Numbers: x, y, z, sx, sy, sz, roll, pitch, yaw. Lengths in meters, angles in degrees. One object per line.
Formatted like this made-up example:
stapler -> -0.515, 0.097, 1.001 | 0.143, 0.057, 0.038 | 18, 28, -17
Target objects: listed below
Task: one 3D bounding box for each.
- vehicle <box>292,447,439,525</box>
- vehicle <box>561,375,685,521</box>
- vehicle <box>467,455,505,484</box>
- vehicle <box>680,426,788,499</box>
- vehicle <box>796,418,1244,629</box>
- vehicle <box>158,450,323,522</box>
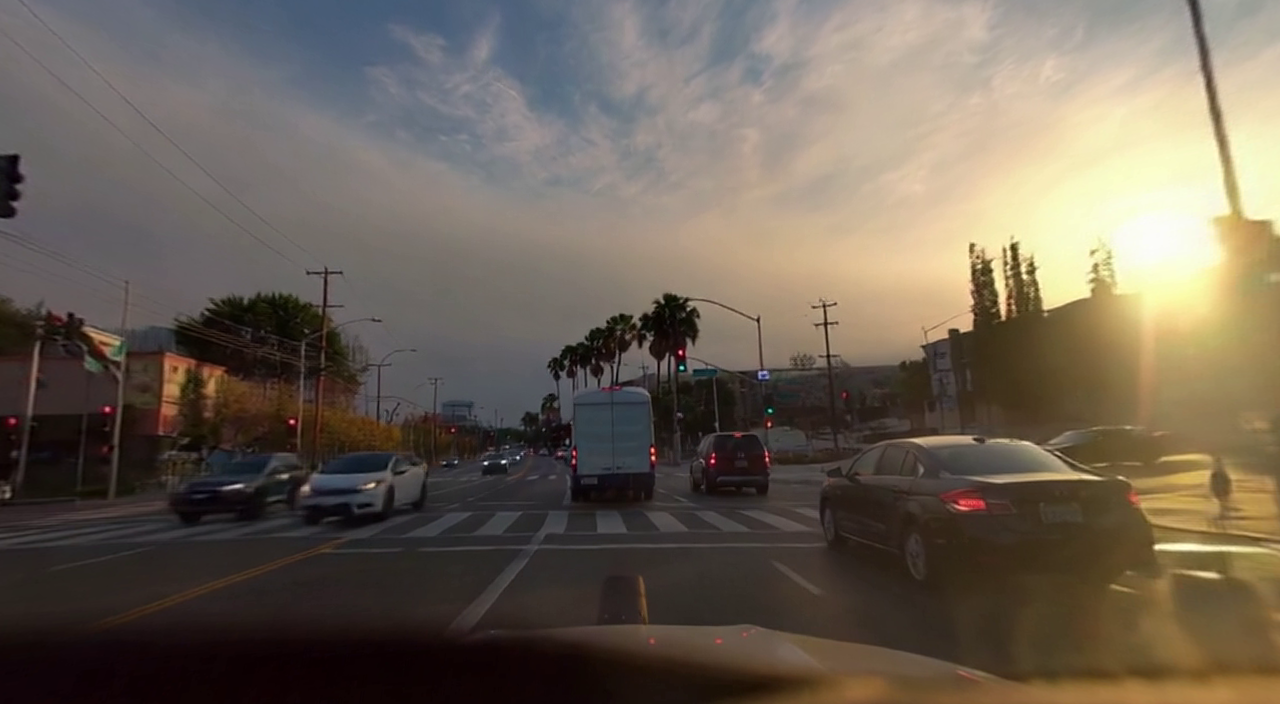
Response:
vehicle -> -6.221, 3.030, 14.802 | 1.878, 1.540, 3.939 | 0, -9, -4
vehicle -> -0.650, 2.396, 15.944 | 2.517, 2.926, 6.177 | 0, -9, -6
vehicle -> -9.199, 7.004, 37.765 | 1.810, 1.546, 3.981 | 1, -9, -8
vehicle -> 2.721, 3.411, 19.808 | 2.157, 1.944, 5.423 | 0, -9, -5
vehicle -> 3.377, 1.604, 6.977 | 1.978, 1.507, 4.636 | 0, -9, -1
vehicle -> -10.603, 3.536, 17.136 | 1.959, 1.636, 4.159 | 0, -9, -4
